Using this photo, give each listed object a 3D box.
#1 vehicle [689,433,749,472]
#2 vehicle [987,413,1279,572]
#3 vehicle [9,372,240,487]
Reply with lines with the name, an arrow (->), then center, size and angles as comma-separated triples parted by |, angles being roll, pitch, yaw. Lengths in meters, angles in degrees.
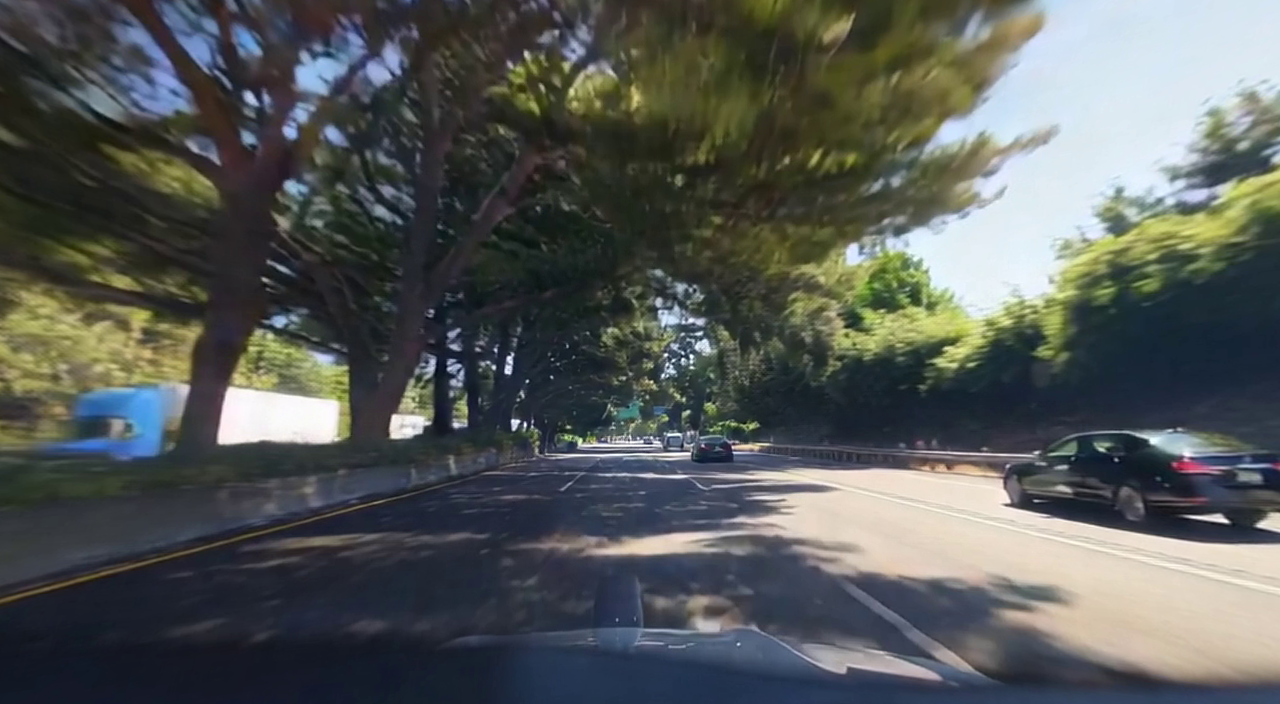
vehicle -> 3.162, 4.099, 25.955 | 1.819, 1.468, 3.770 | 0, -8, -2
vehicle -> 7.113, 1.667, 8.449 | 2.003, 1.522, 4.940 | 0, -8, -2
vehicle -> -19.636, 3.062, 24.881 | 2.810, 3.830, 7.462 | 0, -8, -2
